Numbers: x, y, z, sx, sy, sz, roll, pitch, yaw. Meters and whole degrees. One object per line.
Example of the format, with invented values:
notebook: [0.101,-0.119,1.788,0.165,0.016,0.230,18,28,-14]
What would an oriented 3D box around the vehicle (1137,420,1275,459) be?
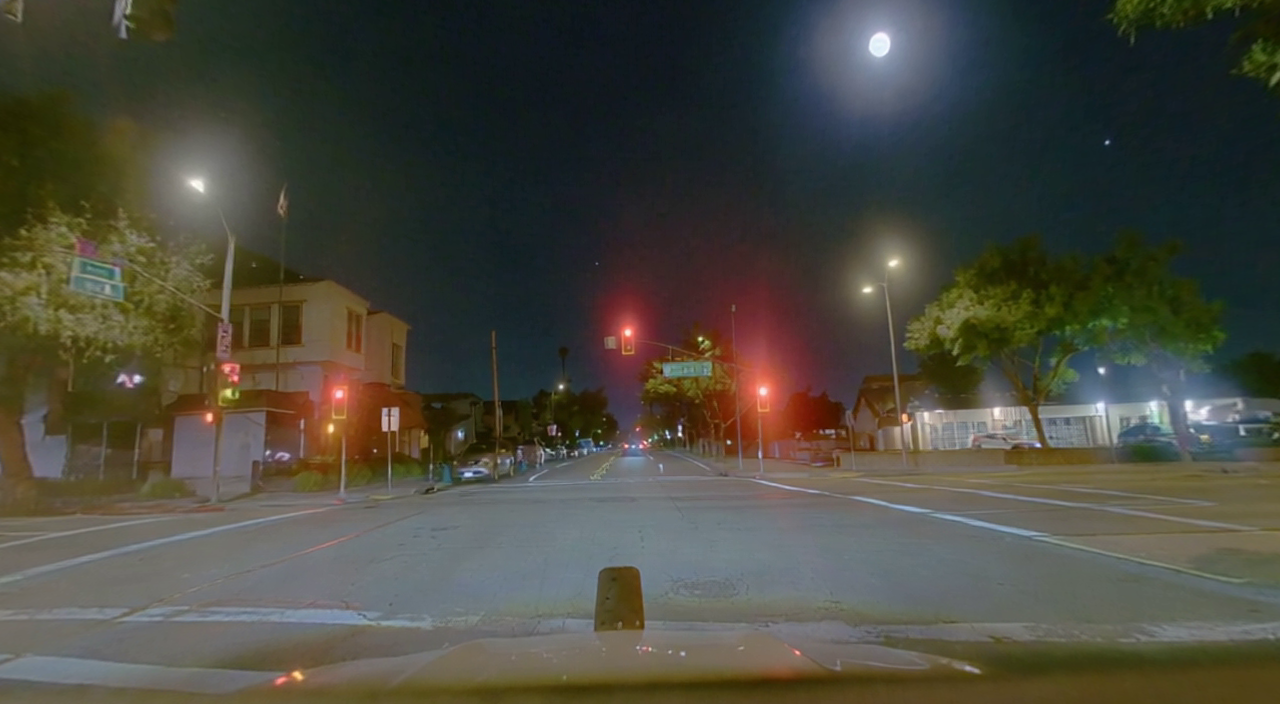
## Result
vehicle: [33.251,5.162,37.245,5.969,2.149,2.331,0,-9,-3]

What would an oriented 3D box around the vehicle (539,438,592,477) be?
vehicle: [-3.650,5.277,31.898,2.120,1.783,4.788,0,-9,-1]

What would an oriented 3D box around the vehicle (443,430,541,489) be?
vehicle: [-6.505,4.841,28.982,2.896,2.339,7.322,0,-9,-1]

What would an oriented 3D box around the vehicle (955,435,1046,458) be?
vehicle: [24.968,6.557,43.848,5.172,1.515,1.851,0,-9,-2]
